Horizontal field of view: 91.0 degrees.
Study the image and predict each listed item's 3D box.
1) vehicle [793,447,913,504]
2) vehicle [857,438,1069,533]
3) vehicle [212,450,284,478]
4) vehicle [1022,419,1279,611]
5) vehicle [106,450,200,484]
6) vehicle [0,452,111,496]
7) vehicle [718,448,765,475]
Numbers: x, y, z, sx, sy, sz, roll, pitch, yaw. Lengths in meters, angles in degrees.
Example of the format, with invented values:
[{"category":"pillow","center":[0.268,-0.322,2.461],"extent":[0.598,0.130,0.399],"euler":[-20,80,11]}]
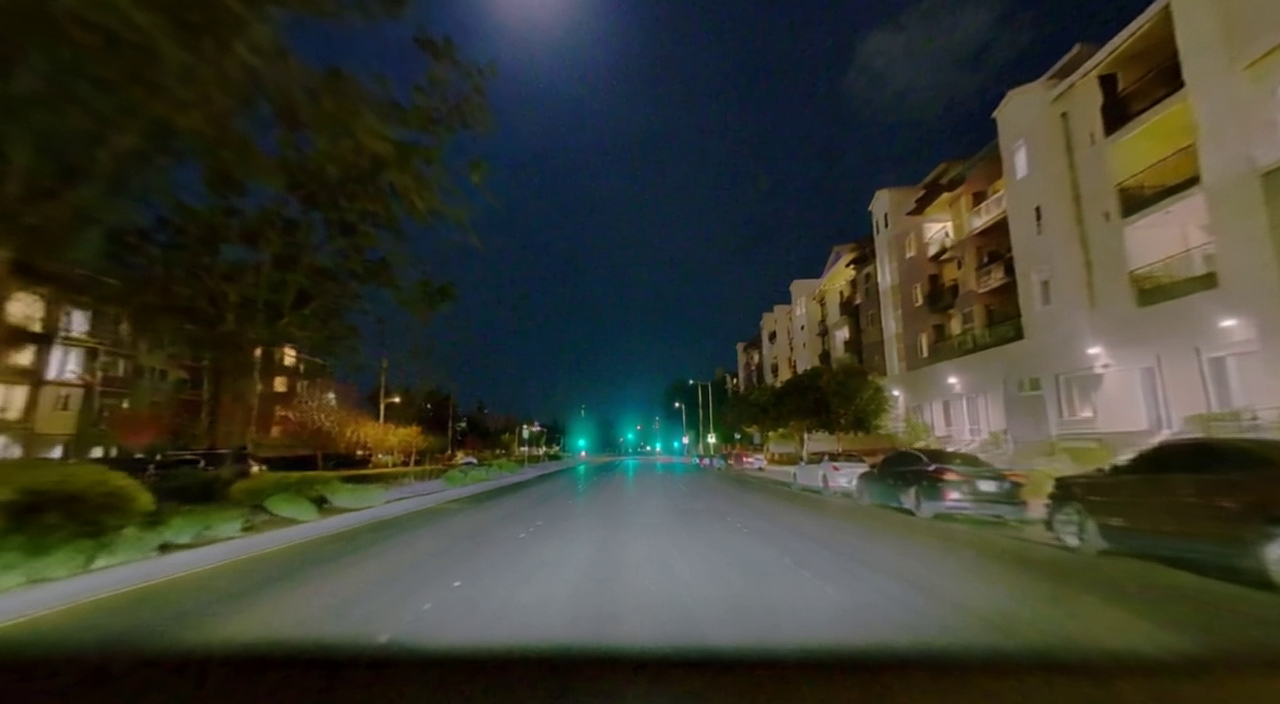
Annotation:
[{"category":"vehicle","center":[6.548,3.846,20.060],"extent":[1.956,1.487,5.176],"euler":[-3,-9,0]},{"category":"vehicle","center":[6.595,2.756,13.617],"extent":[2.060,1.672,4.556],"euler":[0,-9,-2]},{"category":"vehicle","center":[-25.685,7.325,41.417],"extent":[2.000,1.696,4.318],"euler":[0,-9,-1]},{"category":"vehicle","center":[6.751,1.686,7.119],"extent":[2.078,1.699,4.292],"euler":[0,-9,-1]},{"category":"vehicle","center":[-26.057,6.120,33.888],"extent":[1.781,1.666,4.238],"euler":[0,-9,-2]},{"category":"vehicle","center":[-25.857,5.221,27.320],"extent":[1.945,1.694,4.329],"euler":[0,-9,-1]},{"category":"vehicle","center":[6.158,6.696,38.713],"extent":[2.056,1.528,4.816],"euler":[0,-9,0]}]
